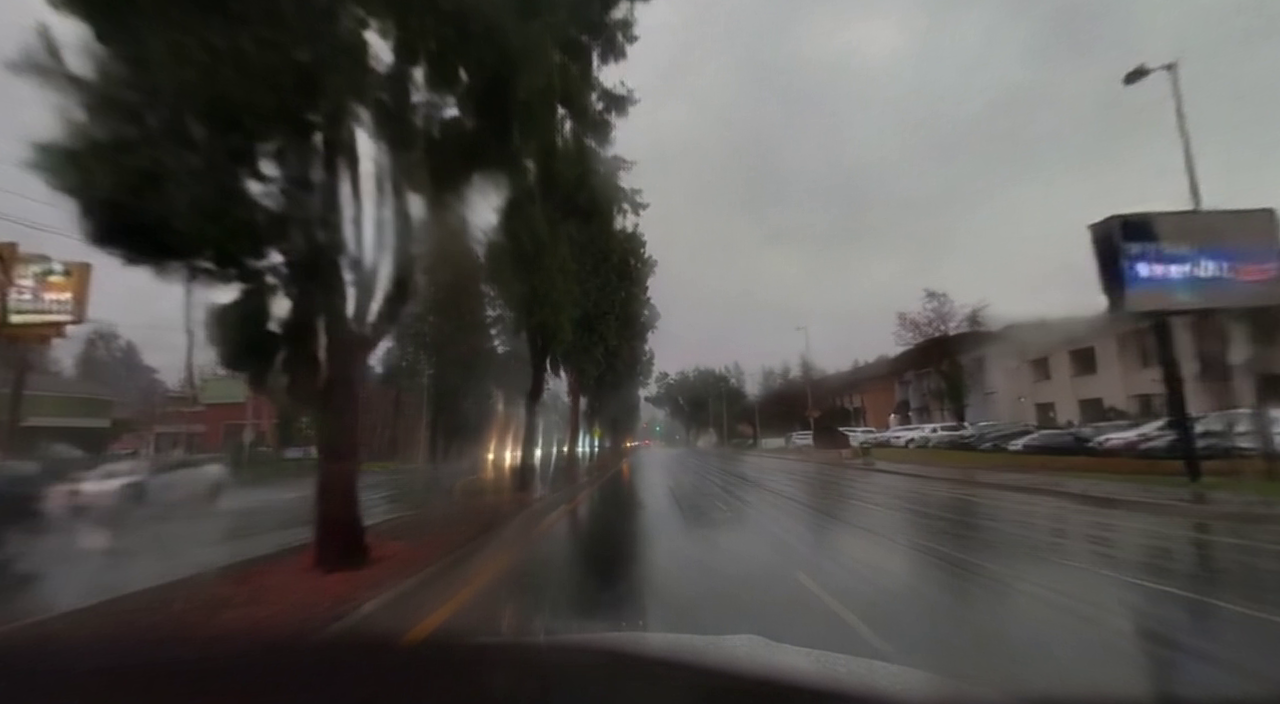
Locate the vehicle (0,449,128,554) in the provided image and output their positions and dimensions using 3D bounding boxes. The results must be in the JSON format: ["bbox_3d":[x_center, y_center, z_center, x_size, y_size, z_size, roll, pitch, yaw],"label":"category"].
[{"bbox_3d":[-10.023,2.083,8.687,1.942,1.468,4.708,0,-9,1],"label":"vehicle"}]
